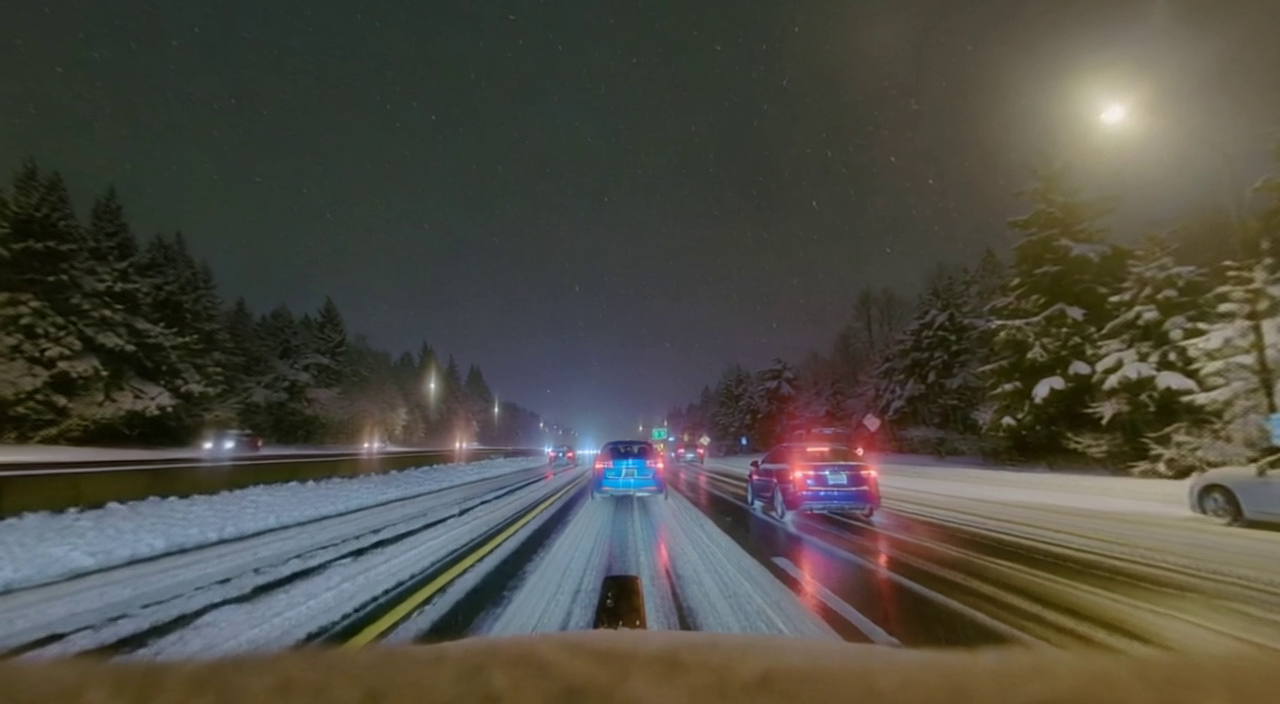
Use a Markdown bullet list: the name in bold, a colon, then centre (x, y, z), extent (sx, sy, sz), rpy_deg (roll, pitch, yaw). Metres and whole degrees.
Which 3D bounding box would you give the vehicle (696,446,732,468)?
- **vehicle**: centre (5.536, 7.959, 47.875), extent (1.972, 1.521, 4.498), rpy_deg (1, -9, -3)

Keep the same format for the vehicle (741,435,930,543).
- **vehicle**: centre (3.181, 2.314, 11.309), extent (1.975, 1.532, 4.227), rpy_deg (1, -9, -1)

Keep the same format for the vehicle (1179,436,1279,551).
- **vehicle**: centre (10.266, 1.921, 8.259), extent (2.106, 1.641, 4.671), rpy_deg (1, -9, -3)

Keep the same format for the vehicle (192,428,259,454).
- **vehicle**: centre (-30.794, 6.640, 46.946), extent (1.965, 1.795, 4.589), rpy_deg (1, -9, -3)

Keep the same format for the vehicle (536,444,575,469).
- **vehicle**: centre (-5.403, 6.739, 40.807), extent (2.023, 1.497, 4.526), rpy_deg (1, -9, -2)

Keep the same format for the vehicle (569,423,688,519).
- **vehicle**: centre (-0.242, 2.496, 13.630), extent (2.181, 1.728, 3.970), rpy_deg (1, -9, -1)
